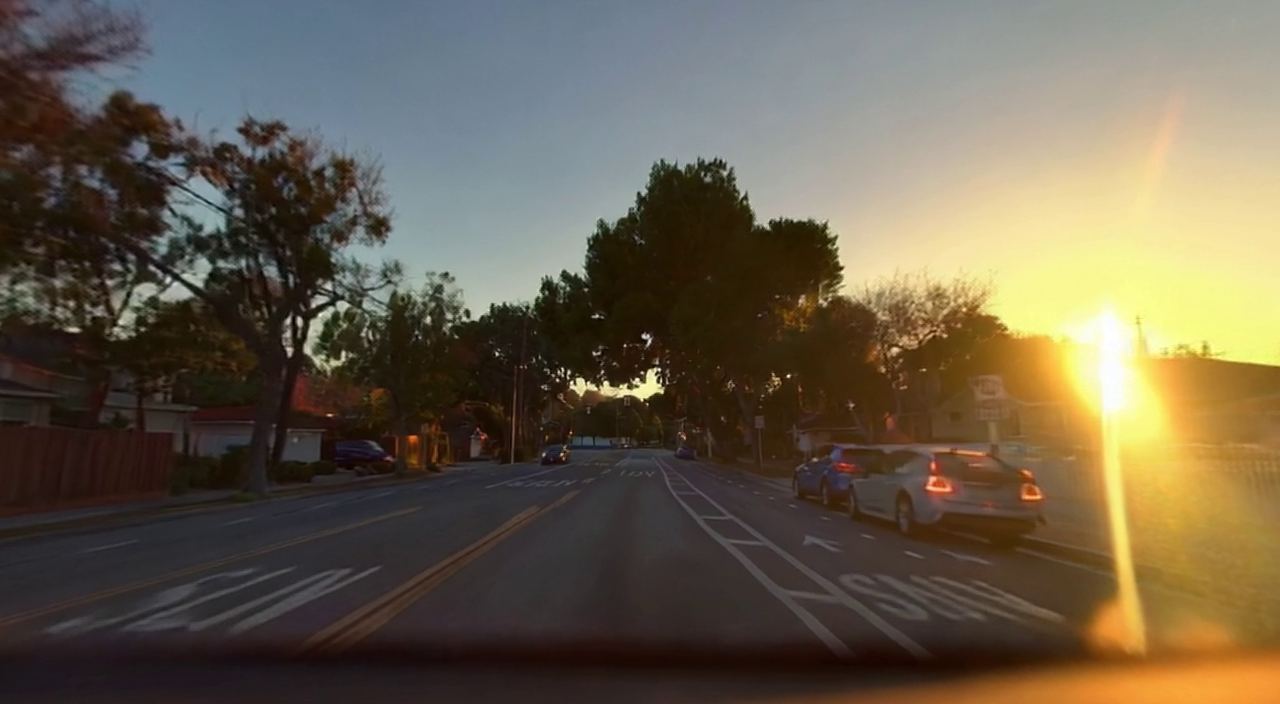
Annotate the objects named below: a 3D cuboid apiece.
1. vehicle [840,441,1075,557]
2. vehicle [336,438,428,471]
[{"bbox_3d":[5.173,2.395,11.120,1.891,1.611,4.269,0,-8,0],"label":"vehicle"},{"bbox_3d":[-16.232,6.429,39.748,5.125,1.941,2.086,4,-9,-26],"label":"vehicle"}]
